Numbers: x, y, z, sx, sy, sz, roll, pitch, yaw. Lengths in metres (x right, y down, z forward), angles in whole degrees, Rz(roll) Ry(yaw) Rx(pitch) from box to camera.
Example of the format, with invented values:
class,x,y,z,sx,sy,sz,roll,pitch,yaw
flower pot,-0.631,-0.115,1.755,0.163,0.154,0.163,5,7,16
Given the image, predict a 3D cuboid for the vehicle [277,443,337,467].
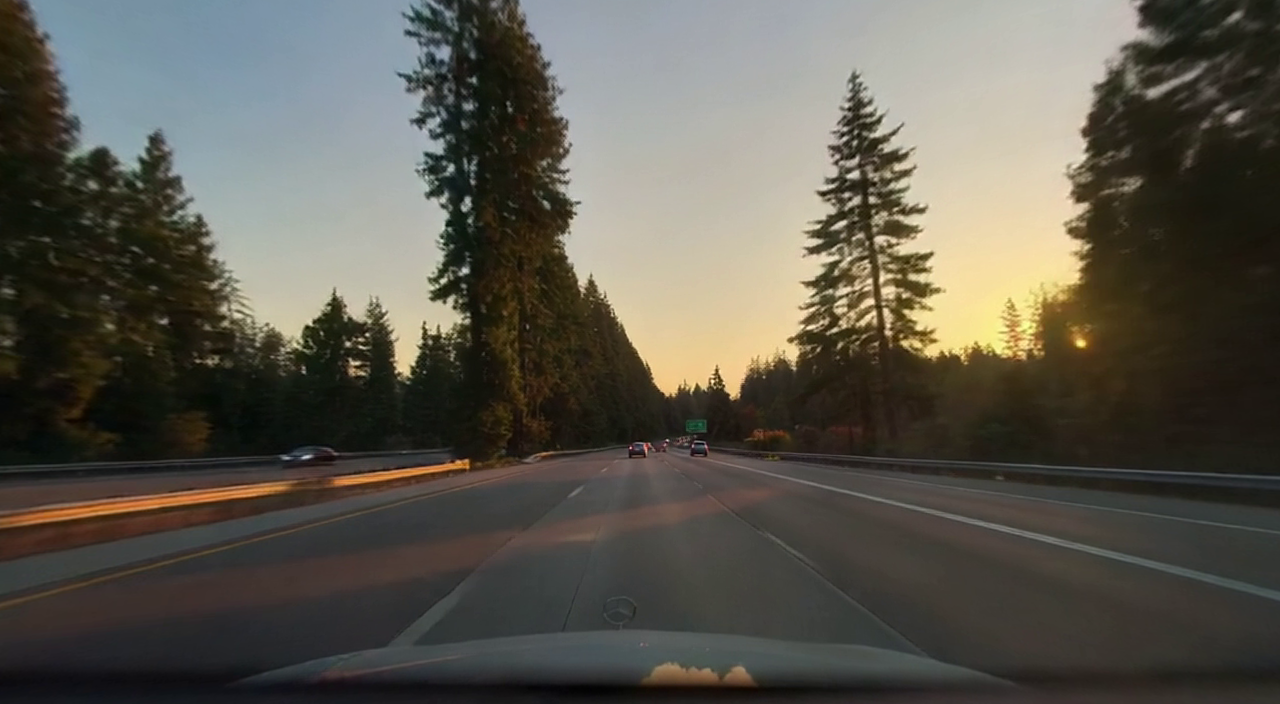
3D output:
class,x,y,z,sx,sy,sz,roll,pitch,yaw
vehicle,-25.312,7.832,48.185,2.085,1.683,4.588,0,-9,0
